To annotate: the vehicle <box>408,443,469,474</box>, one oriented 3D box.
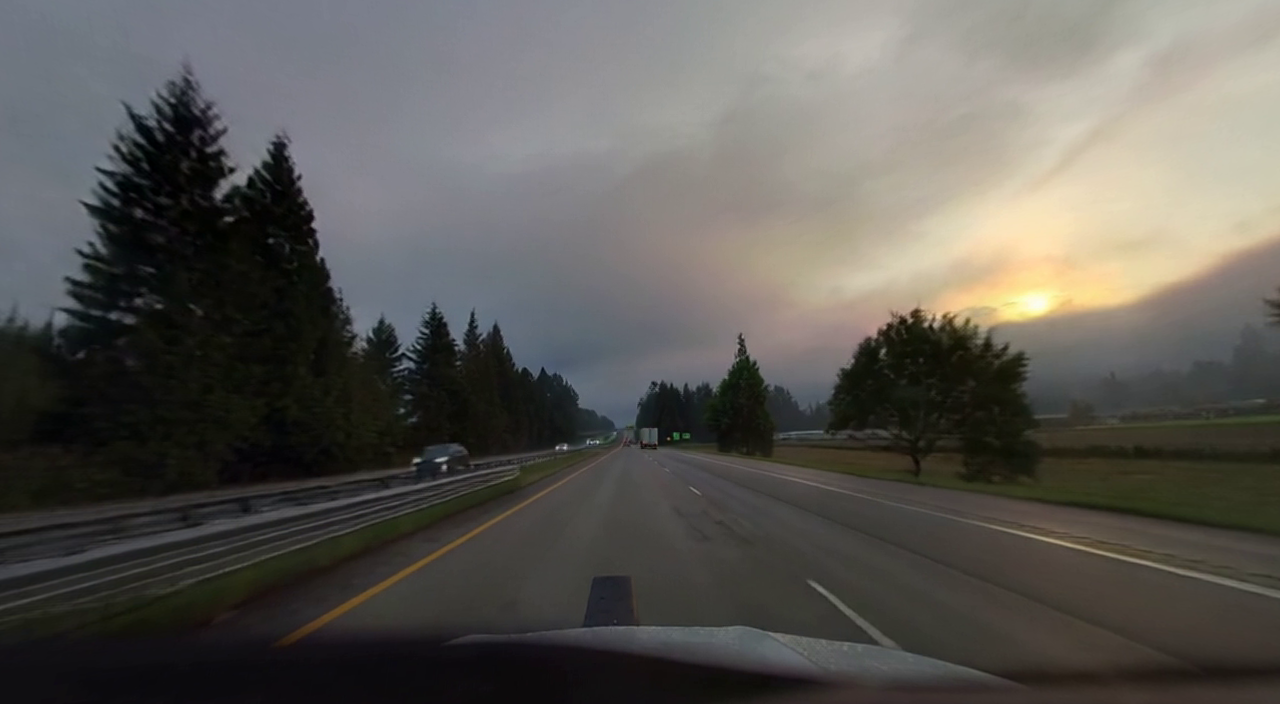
[{"bbox_3d":[-9.833,5.191,30.946,1.779,1.397,3.665,-1,-8,0],"label":"vehicle"}]
